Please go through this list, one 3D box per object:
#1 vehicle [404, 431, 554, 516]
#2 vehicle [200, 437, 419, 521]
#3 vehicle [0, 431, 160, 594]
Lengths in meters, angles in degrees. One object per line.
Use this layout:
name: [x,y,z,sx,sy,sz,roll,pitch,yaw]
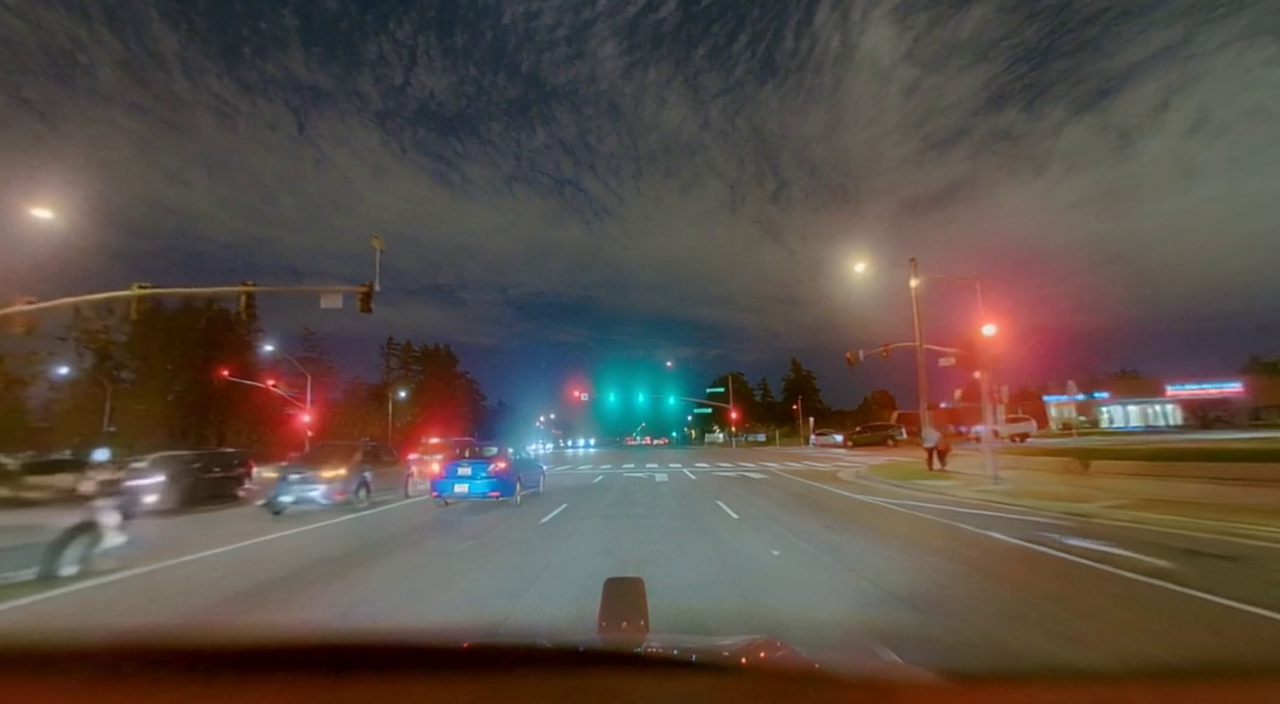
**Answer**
vehicle: [-3.161,2.487,13.417,1.924,1.480,4.421,-1,-8,2]
vehicle: [-6.790,2.640,13.720,2.133,1.485,4.681,-1,-8,2]
vehicle: [-6.818,1.406,5.300,2.006,1.461,4.476,-1,-8,0]
